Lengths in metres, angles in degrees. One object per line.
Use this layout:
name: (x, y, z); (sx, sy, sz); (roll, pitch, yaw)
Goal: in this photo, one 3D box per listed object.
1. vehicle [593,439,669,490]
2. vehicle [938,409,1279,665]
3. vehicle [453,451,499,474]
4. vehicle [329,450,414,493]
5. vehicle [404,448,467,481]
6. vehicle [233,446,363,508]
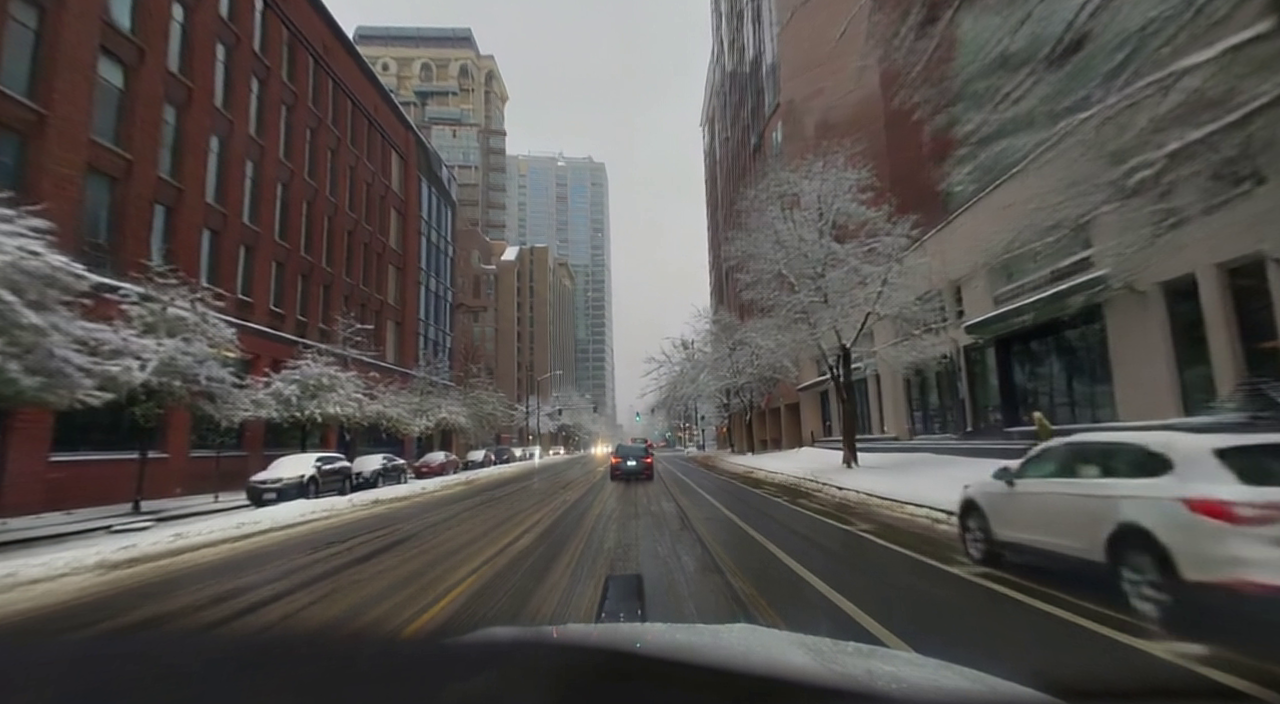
vehicle: (-0.253, 3.627, 20.760); (2.269, 1.479, 3.980); (0, -8, 0)
vehicle: (4.960, 1.458, 5.963); (2.075, 1.584, 4.201); (0, -9, -2)
vehicle: (-11.642, 7.873, 45.243); (1.991, 1.507, 4.879); (0, -8, 0)
vehicle: (-11.806, 5.236, 28.103); (1.881, 1.686, 4.451); (0, -8, -1)
vehicle: (-11.893, 6.540, 37.104); (2.077, 1.732, 4.704); (0, -8, 1)
vehicle: (-11.936, 4.336, 22.515); (2.114, 1.938, 4.590); (0, -8, -1)
